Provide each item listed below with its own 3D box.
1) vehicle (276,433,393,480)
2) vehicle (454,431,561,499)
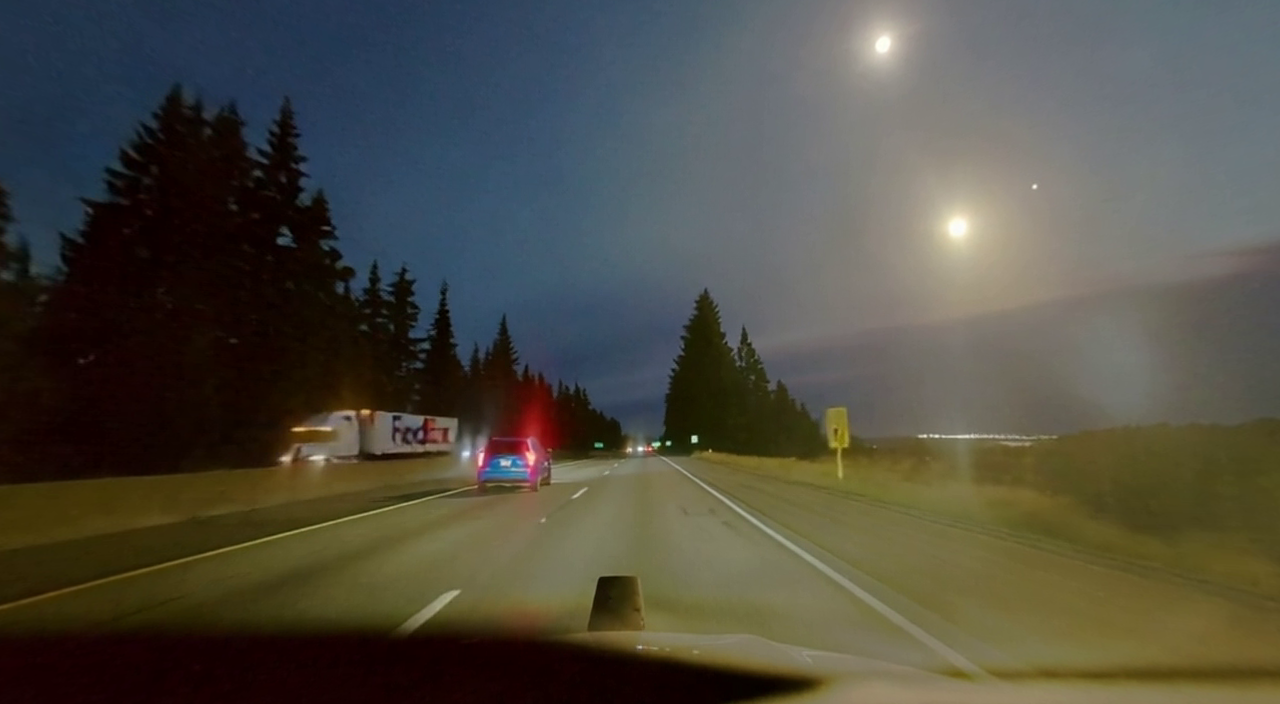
[{"bbox_3d":[-13.990,4.809,29.292,2.398,1.925,5.914,0,-8,1],"label":"vehicle"},{"bbox_3d":[-3.713,3.261,18.567,2.084,1.752,4.479,0,-8,2],"label":"vehicle"}]
